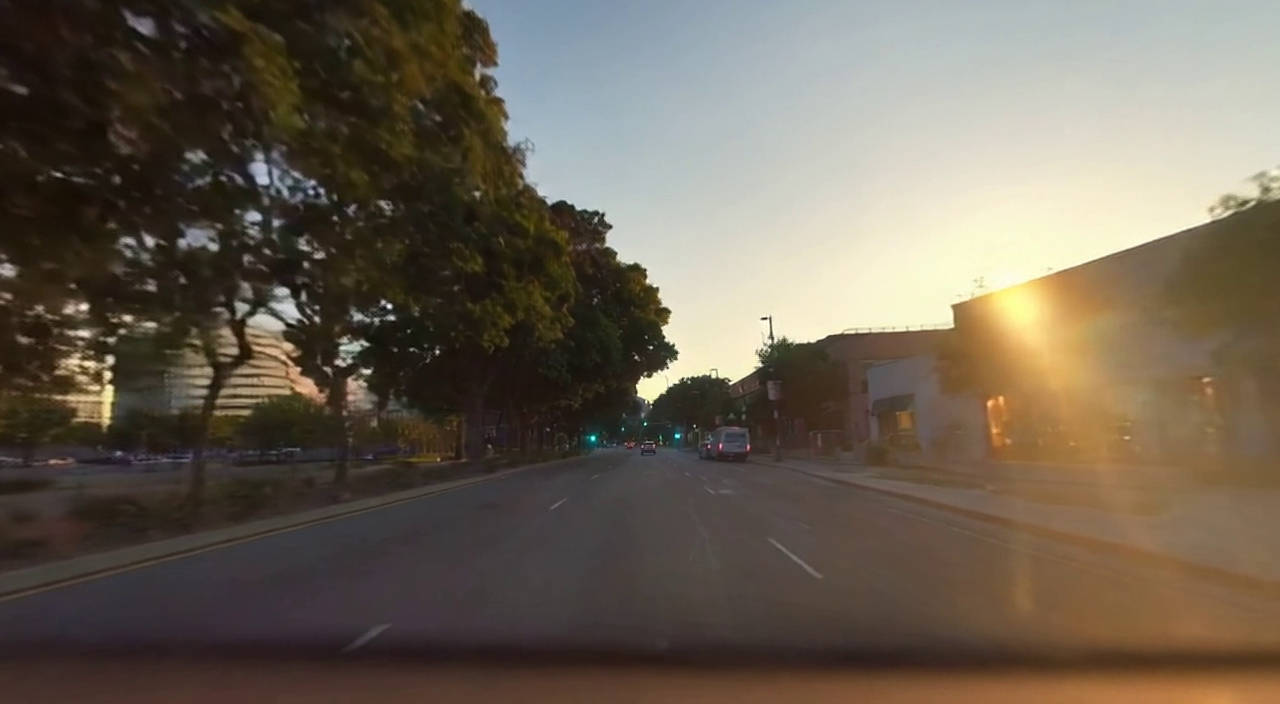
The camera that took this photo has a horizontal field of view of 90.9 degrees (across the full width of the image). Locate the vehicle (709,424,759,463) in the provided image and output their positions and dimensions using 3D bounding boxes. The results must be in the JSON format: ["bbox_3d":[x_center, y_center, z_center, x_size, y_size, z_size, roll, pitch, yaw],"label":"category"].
[{"bbox_3d":[6.731,6.624,45.781,2.762,2.607,6.182,0,-8,1],"label":"vehicle"}]
